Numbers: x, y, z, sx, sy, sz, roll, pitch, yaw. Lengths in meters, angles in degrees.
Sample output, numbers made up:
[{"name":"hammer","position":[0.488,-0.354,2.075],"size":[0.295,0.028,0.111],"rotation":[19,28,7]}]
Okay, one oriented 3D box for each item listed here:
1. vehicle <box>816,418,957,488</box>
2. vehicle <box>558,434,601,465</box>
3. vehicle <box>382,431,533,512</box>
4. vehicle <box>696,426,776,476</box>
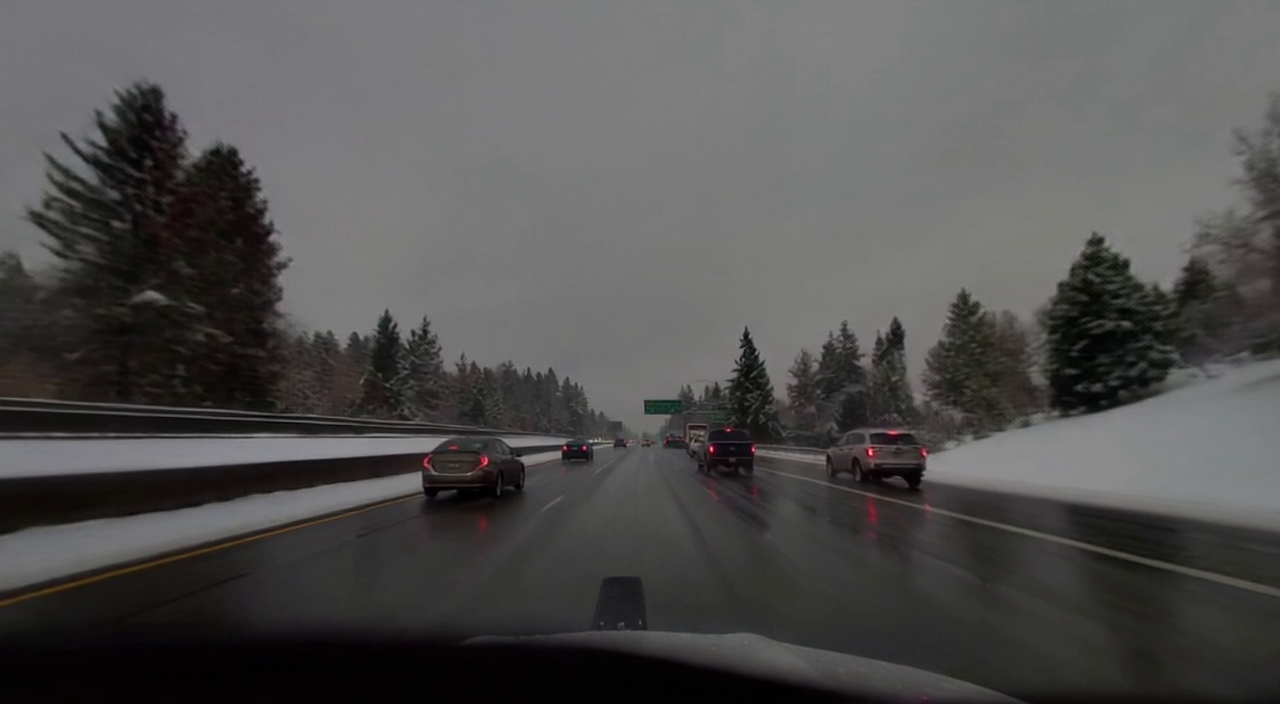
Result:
[{"name":"vehicle","position":[7.764,3.275,20.712],"size":[2.291,1.968,5.662],"rotation":[0,-8,0]},{"name":"vehicle","position":[-3.420,5.629,36.497],"size":[2.020,1.628,4.248],"rotation":[0,-8,1]},{"name":"vehicle","position":[-3.724,2.507,13.741],"size":[1.978,1.473,4.073],"rotation":[0,-8,1]},{"name":"vehicle","position":[4.012,4.292,27.527],"size":[2.517,1.935,5.552],"rotation":[0,-8,-1]}]
